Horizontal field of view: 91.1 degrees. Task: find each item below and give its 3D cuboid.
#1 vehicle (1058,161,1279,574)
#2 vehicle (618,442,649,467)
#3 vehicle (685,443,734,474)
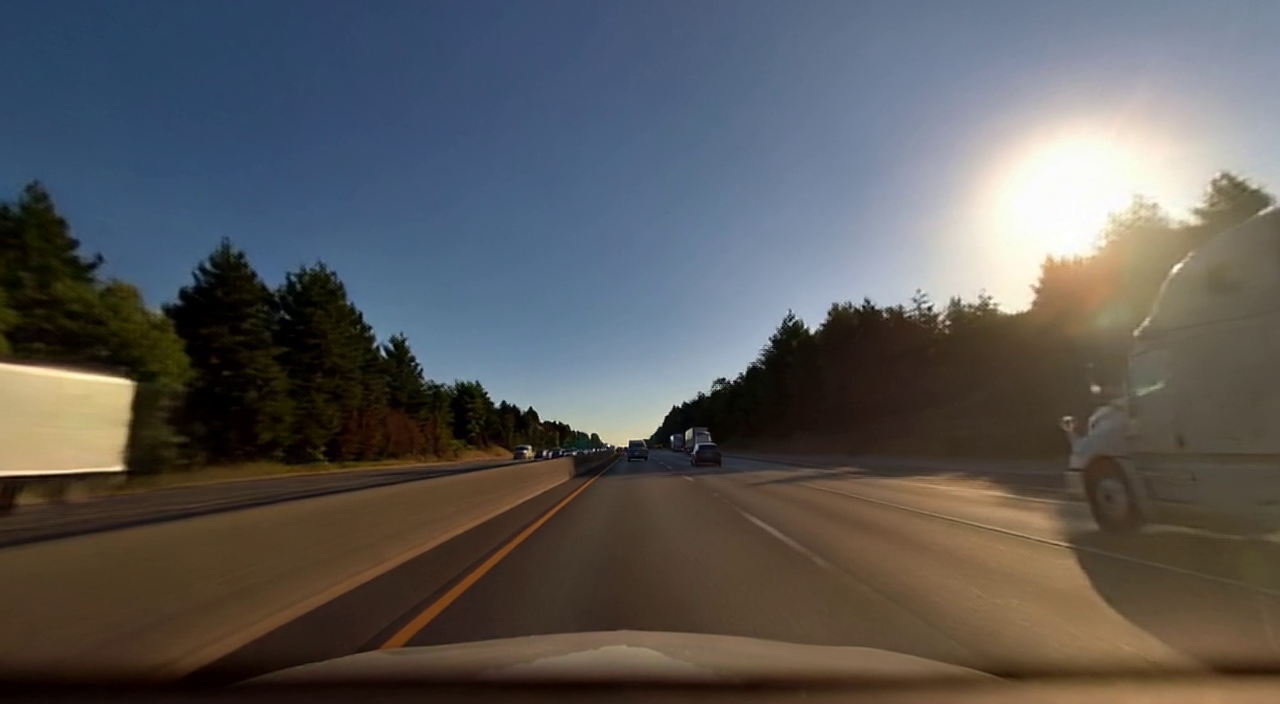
[{"bbox_3d":[7.714,0.143,6.086,3.038,3.946,5.844,0,-9,0],"label":"vehicle"},{"bbox_3d":[-0.447,7.359,45.150,2.114,1.706,4.106,0,-9,-1],"label":"vehicle"},{"bbox_3d":[3.637,5.676,33.727,2.025,1.534,4.179,0,-9,-1],"label":"vehicle"}]
